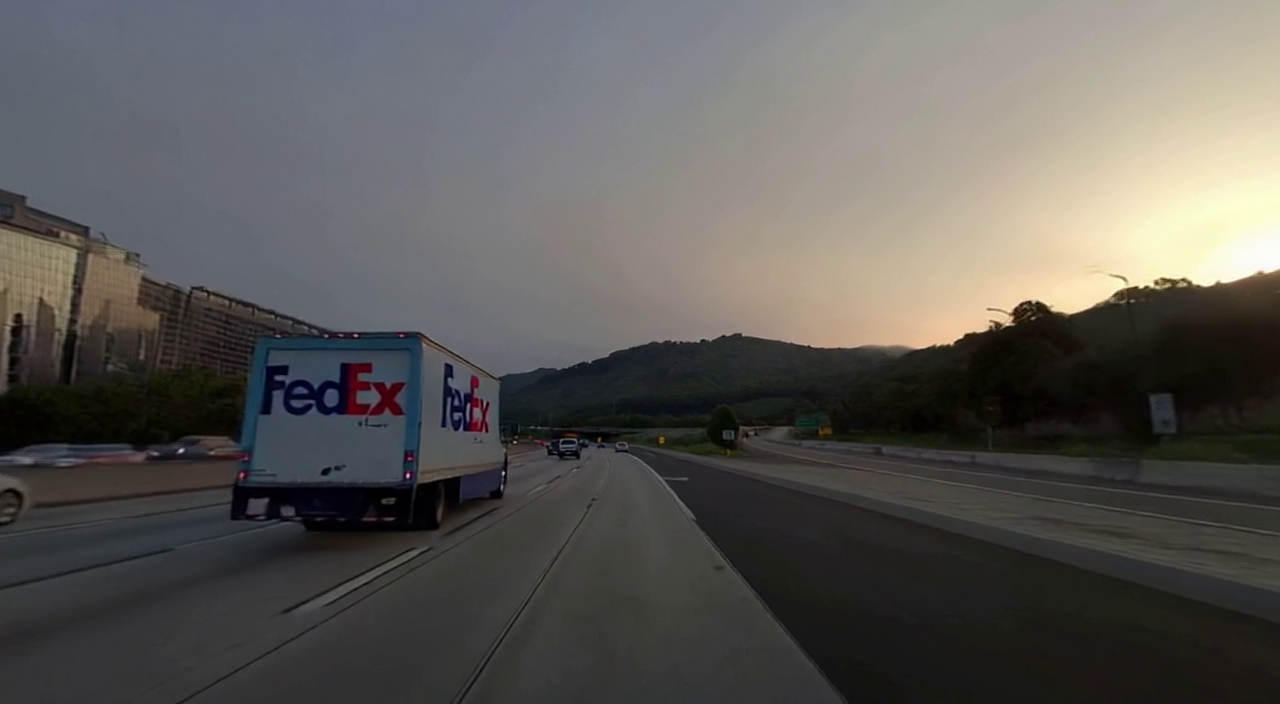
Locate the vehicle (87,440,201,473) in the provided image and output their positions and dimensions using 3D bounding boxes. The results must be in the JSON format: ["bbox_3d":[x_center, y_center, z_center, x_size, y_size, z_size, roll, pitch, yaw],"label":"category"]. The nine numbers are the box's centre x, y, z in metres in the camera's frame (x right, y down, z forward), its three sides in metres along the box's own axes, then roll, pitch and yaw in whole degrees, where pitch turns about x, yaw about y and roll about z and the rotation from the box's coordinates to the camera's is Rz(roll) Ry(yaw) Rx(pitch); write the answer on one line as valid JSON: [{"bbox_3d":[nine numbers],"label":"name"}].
[{"bbox_3d":[-24.044,5.069,30.840,1.870,1.466,4.679,0,-8,-1],"label":"vehicle"}]

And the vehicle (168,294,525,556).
[{"bbox_3d":[-4.242,1.400,11.520,2.798,3.212,7.573,0,-8,0],"label":"vehicle"}]
